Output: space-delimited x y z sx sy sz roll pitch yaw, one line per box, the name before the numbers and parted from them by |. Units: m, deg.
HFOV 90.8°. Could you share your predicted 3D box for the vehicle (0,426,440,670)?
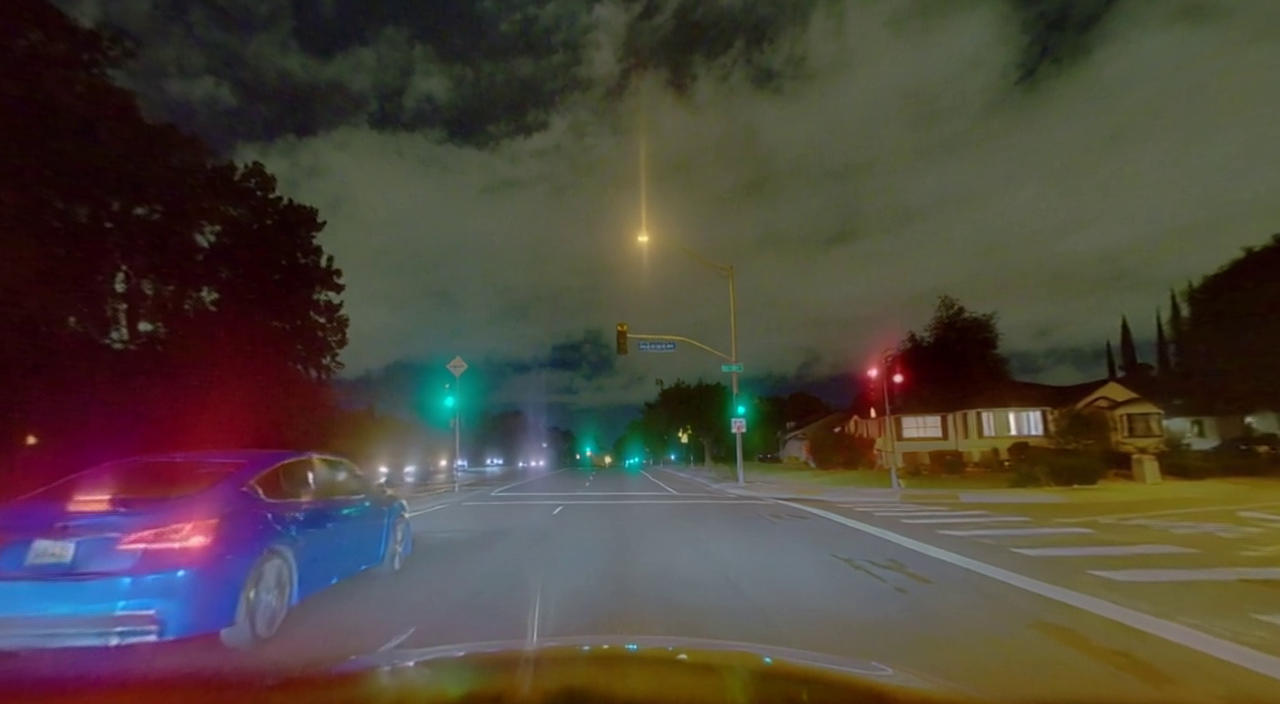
vehicle | -3.724 1.572 6.273 1.980 1.508 4.502 0 -9 0
